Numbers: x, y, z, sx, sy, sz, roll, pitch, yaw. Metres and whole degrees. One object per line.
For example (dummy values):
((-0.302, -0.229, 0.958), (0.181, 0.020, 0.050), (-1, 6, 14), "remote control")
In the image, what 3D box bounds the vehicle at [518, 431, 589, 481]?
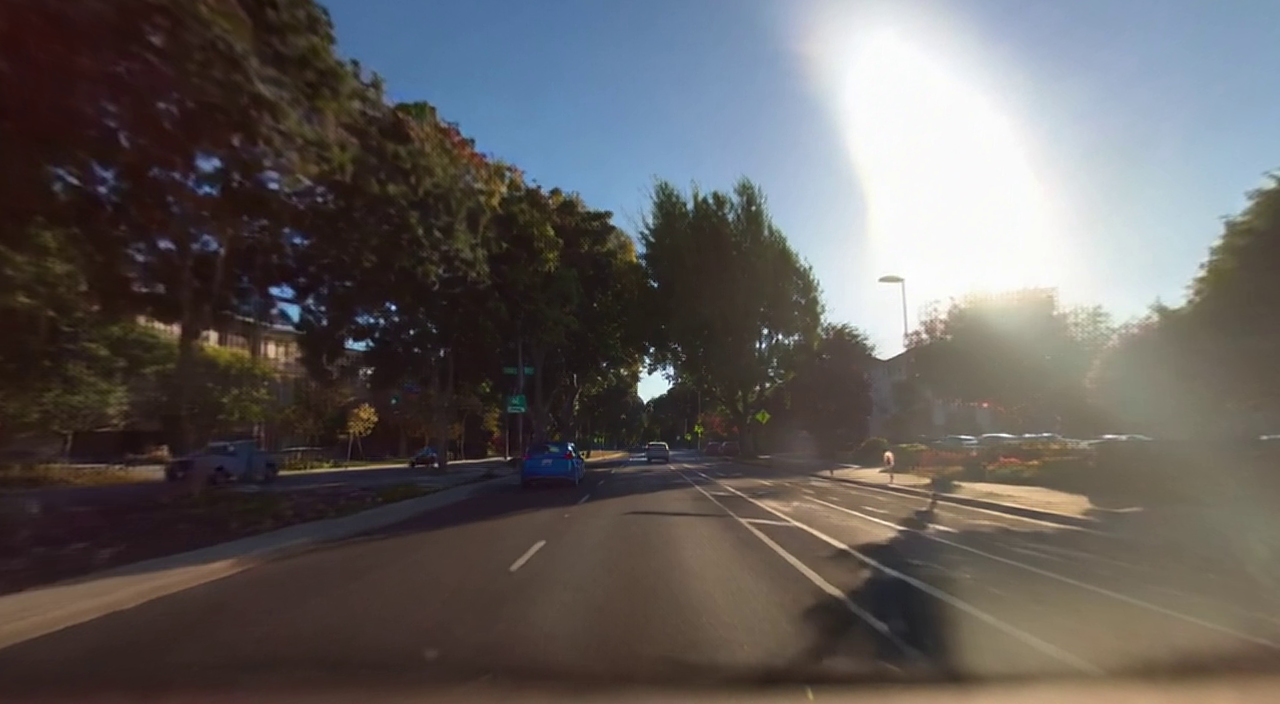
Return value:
((-3.346, 4.135, 25.313), (2.150, 1.812, 4.423), (0, -8, 1), "vehicle")
